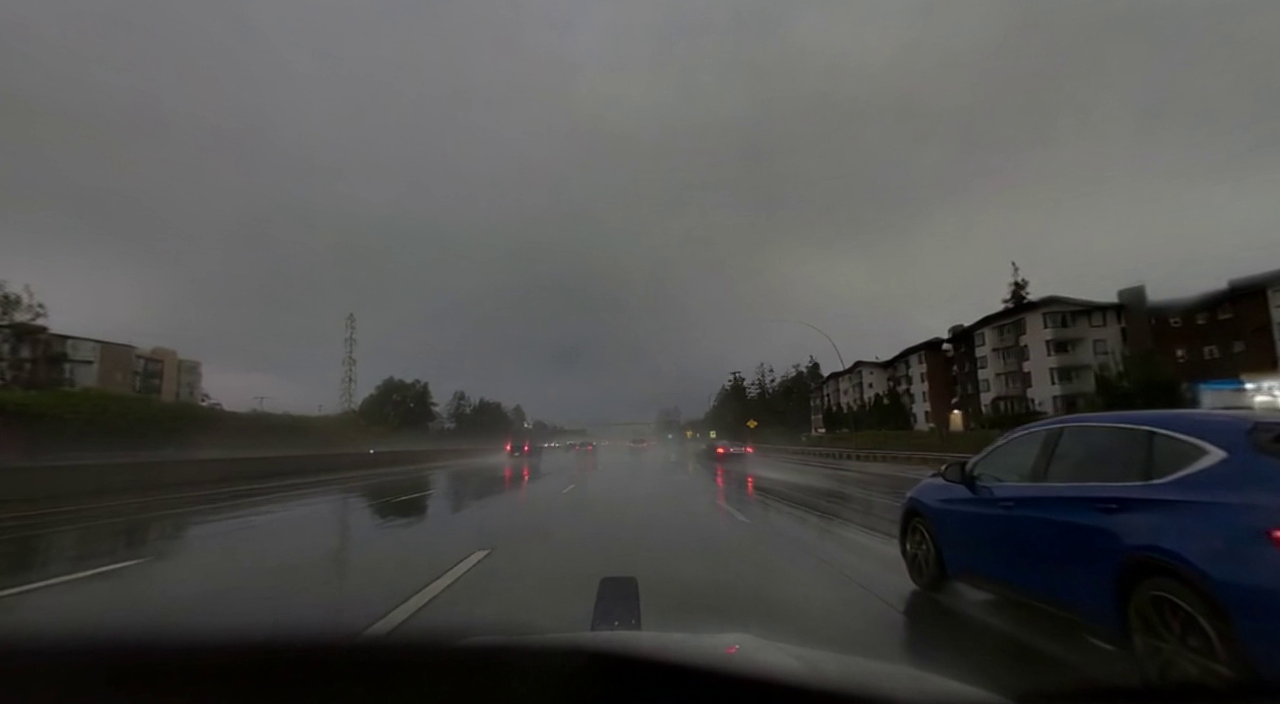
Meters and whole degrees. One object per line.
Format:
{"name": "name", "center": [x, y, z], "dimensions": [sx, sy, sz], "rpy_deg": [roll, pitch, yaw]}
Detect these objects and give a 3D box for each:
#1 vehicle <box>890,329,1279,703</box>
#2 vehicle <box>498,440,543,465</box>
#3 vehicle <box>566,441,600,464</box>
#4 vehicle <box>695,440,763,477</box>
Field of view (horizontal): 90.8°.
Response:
{"name": "vehicle", "center": [3.455, 0.975, 3.774], "dimensions": [2.080, 1.694, 4.286], "rpy_deg": [0, -9, -1]}
{"name": "vehicle", "center": [-7.673, 6.534, 41.069], "dimensions": [2.021, 1.496, 4.495], "rpy_deg": [0, -9, 0]}
{"name": "vehicle", "center": [-3.846, 6.852, 43.247], "dimensions": [2.002, 1.466, 4.378], "rpy_deg": [0, -9, 0]}
{"name": "vehicle", "center": [3.733, 4.564, 27.358], "dimensions": [2.061, 1.459, 4.273], "rpy_deg": [1, -9, -4]}
